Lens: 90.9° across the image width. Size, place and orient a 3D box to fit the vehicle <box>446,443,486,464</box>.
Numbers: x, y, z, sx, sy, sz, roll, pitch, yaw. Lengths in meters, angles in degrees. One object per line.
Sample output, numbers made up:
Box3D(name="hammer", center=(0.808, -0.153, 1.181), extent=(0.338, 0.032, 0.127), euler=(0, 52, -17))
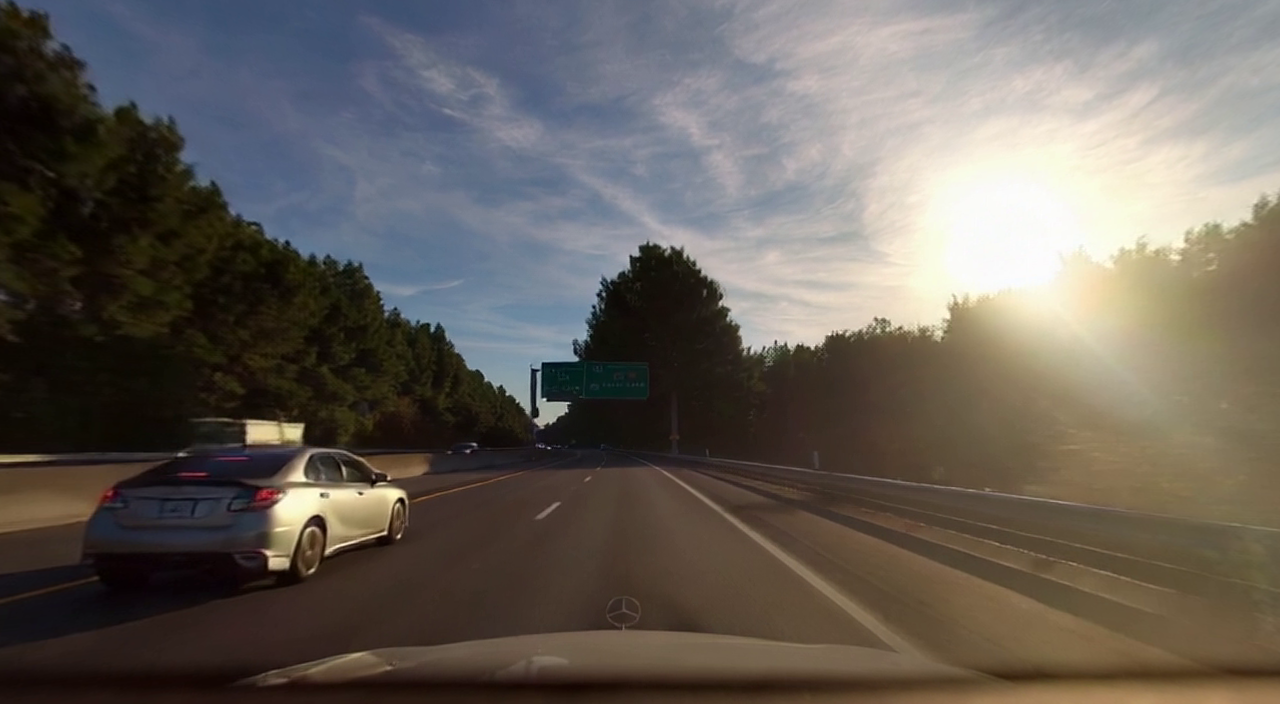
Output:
Box3D(name="vehicle", center=(-12.679, 7.406, 46.167), extent=(1.872, 1.463, 3.978), euler=(0, -9, -1))

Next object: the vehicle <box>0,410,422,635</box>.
Box3D(name="vehicle", center=(-3.901, 1.478, 6.352), extent=(1.990, 1.532, 3.911), euler=(0, -9, 0))
